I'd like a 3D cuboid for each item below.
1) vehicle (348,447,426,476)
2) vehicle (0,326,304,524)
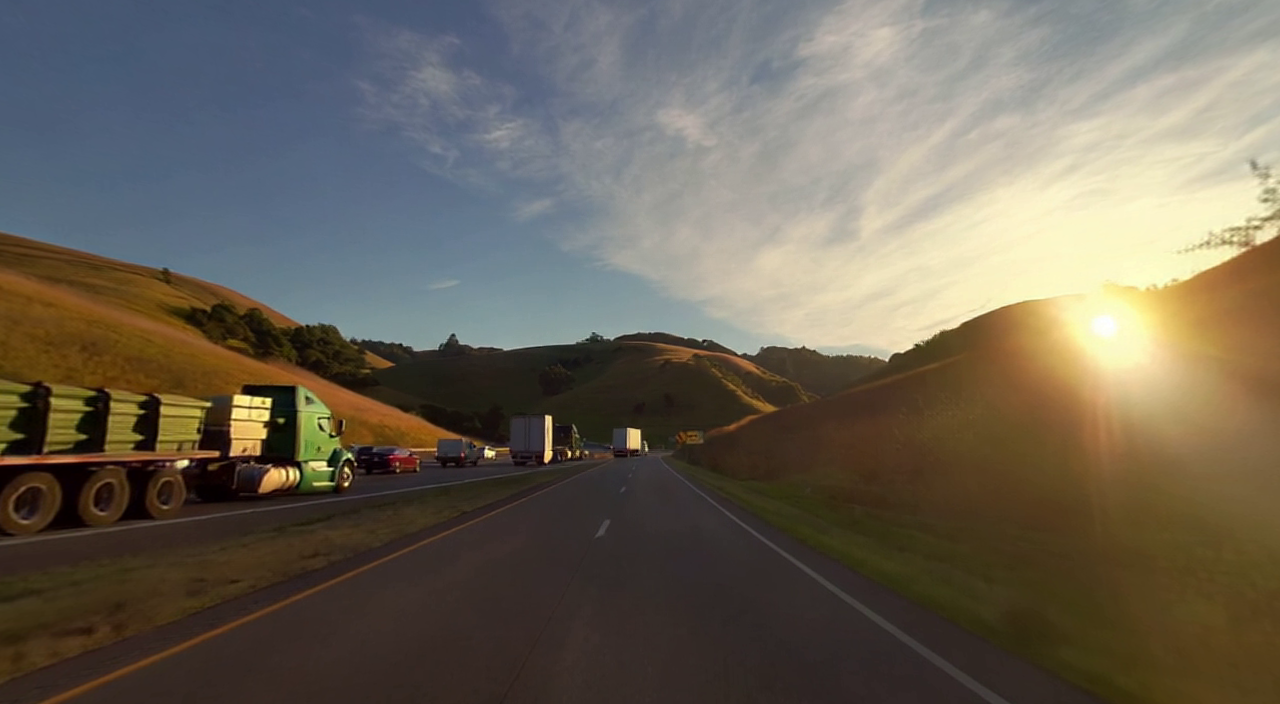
[{"bbox_3d":[-14.175,6.173,35.631,1.925,1.493,4.864,-1,-9,7],"label":"vehicle"},{"bbox_3d":[-12.902,1.832,14.750,2.745,3.617,11.590,-1,-9,5],"label":"vehicle"}]
